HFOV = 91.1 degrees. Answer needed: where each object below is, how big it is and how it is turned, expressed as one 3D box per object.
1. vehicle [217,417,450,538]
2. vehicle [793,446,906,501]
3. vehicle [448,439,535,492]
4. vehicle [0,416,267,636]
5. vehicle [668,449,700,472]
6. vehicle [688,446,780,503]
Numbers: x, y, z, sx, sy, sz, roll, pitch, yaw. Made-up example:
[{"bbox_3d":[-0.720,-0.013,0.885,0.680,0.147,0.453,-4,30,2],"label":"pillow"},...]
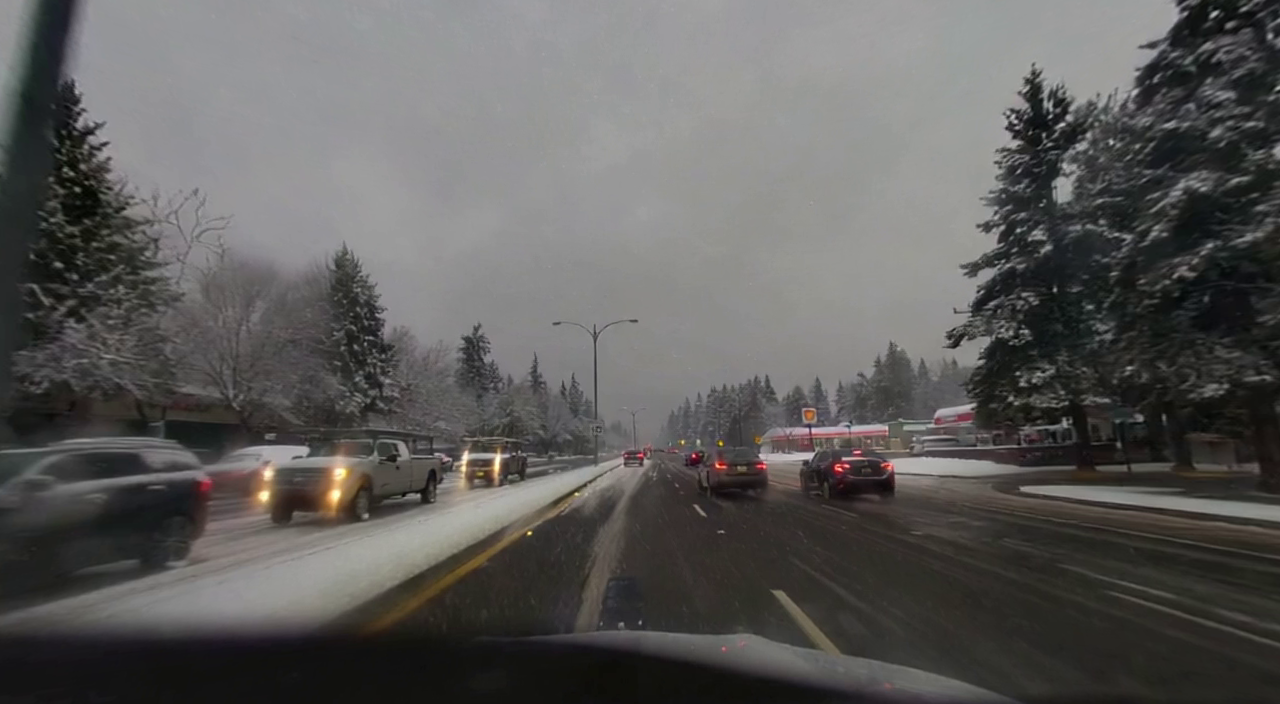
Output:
[{"bbox_3d":[-5.697,2.382,12.701,2.187,1.868,5.181,-2,-8,-1],"label":"vehicle"},{"bbox_3d":[6.288,3.670,19.466,1.918,1.484,4.456,0,-8,-1],"label":"vehicle"},{"bbox_3d":[-5.499,4.267,24.042,2.016,1.770,5.300,0,-8,0],"label":"vehicle"},{"bbox_3d":[-5.605,1.423,5.519,1.963,1.576,4.385,-2,-8,0],"label":"vehicle"},{"bbox_3d":[2.966,7.462,43.467,1.877,1.502,3.958,0,-8,-1],"label":"vehicle"},{"bbox_3d":[2.664,3.573,18.820,1.971,1.479,4.493,0,-8,-1],"label":"vehicle"}]
